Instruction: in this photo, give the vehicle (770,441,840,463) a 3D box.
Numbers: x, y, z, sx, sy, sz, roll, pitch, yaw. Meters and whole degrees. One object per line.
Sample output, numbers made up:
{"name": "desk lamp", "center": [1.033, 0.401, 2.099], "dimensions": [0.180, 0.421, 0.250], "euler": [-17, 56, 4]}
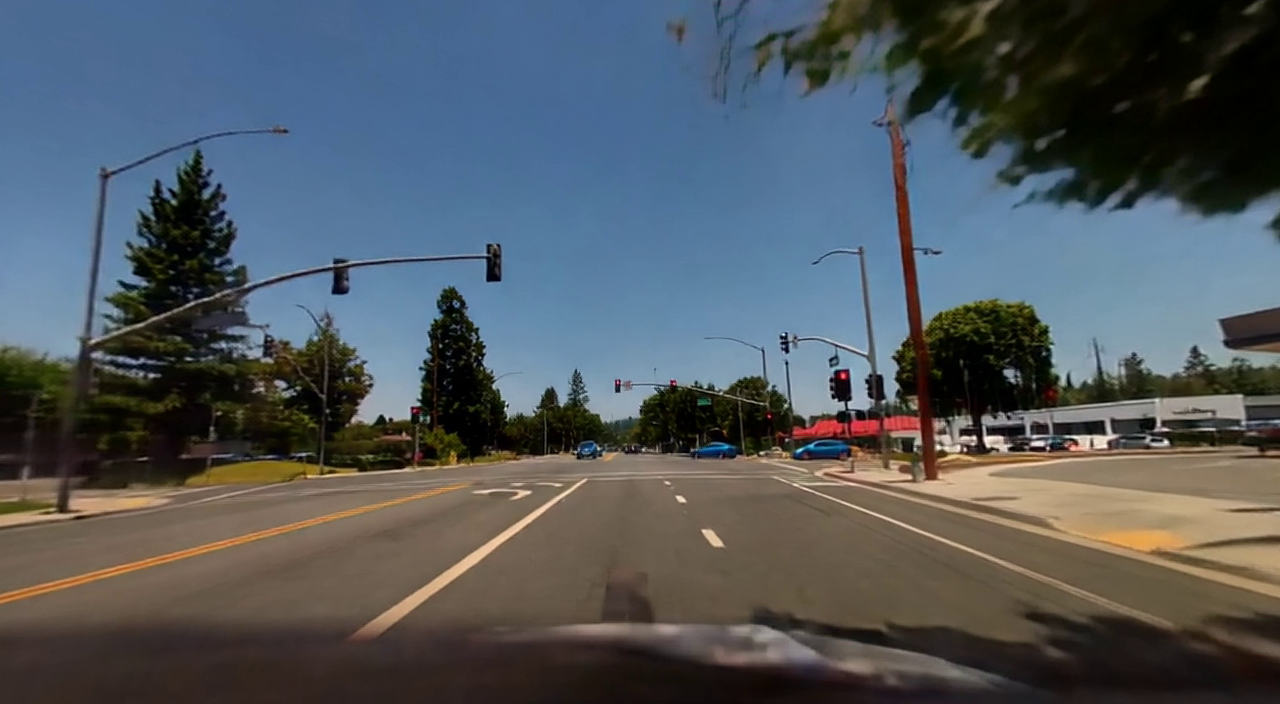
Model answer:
{"name": "vehicle", "center": [11.785, 7.155, 45.129], "dimensions": [4.528, 1.482, 1.864], "euler": [3, -9, -19]}
